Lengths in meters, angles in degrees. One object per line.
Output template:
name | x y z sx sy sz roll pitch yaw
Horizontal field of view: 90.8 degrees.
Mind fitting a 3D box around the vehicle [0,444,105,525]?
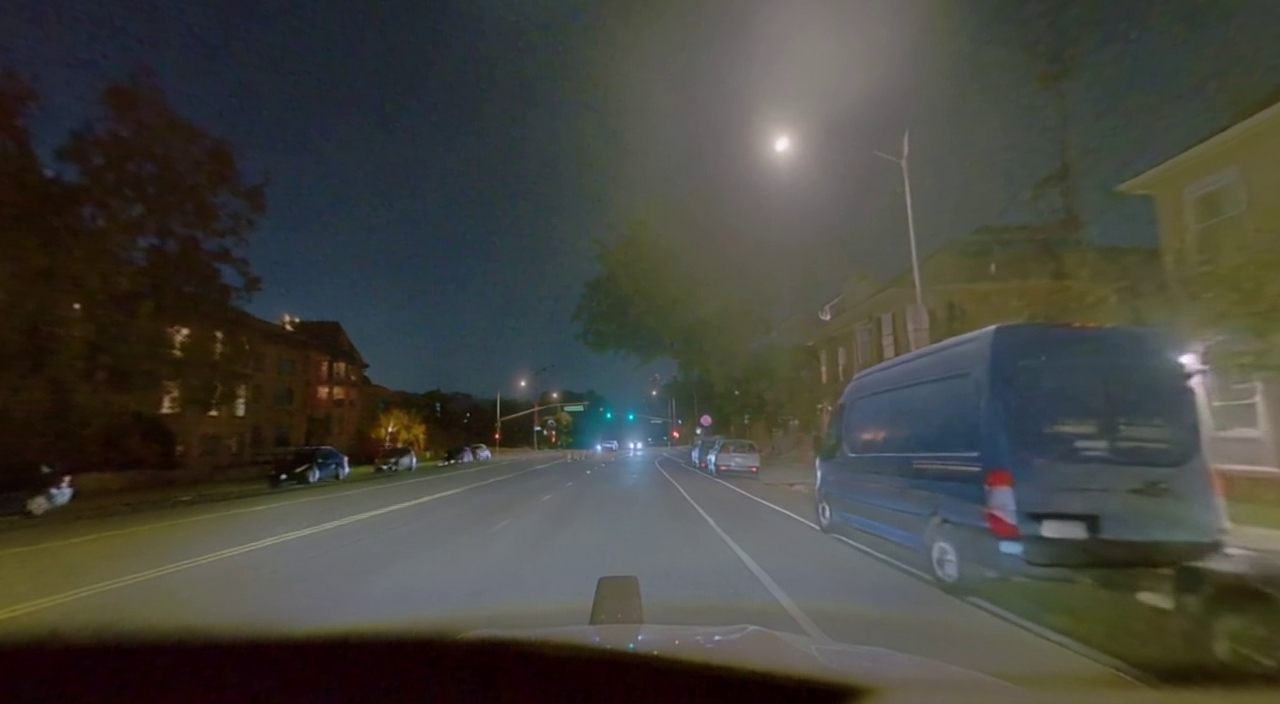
vehicle | -14.128 2.689 12.766 2.045 1.636 5.214 0 -8 1

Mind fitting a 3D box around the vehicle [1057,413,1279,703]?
vehicle | 3.872 0.870 1.871 1.994 1.450 4.662 0 -8 -2

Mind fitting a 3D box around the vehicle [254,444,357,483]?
vehicle | -14.448 4.792 27.671 1.923 1.535 4.862 0 -8 -1

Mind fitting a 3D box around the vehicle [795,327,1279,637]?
vehicle | 3.741 1.287 7.221 2.521 2.168 5.478 0 -8 0

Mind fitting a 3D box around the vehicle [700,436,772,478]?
vehicle | 3.643 4.074 24.747 1.956 1.468 4.524 0 -8 -2
